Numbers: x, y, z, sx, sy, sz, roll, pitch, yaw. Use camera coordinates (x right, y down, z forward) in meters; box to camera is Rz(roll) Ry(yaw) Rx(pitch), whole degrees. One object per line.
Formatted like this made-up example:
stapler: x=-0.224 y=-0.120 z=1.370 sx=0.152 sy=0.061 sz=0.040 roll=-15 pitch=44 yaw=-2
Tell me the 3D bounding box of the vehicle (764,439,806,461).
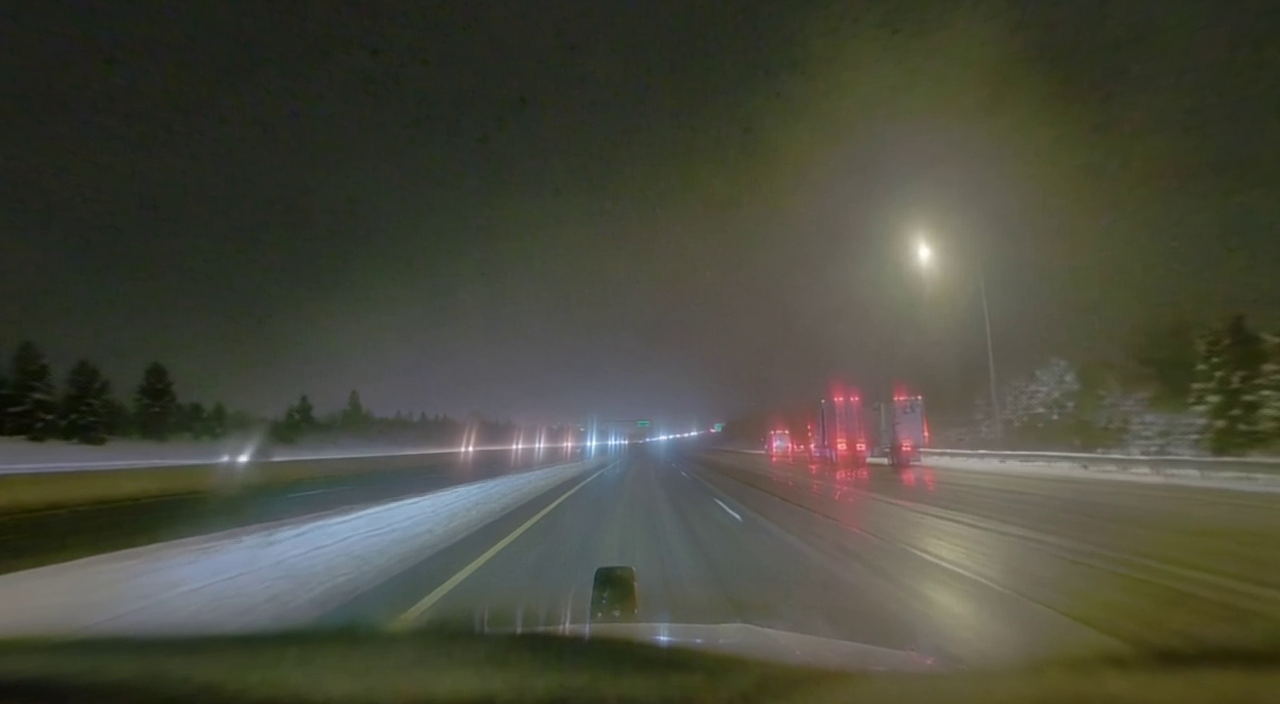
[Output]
vehicle: x=11.206 y=7.623 z=49.217 sx=2.229 sy=1.599 sz=4.253 roll=0 pitch=-8 yaw=0
